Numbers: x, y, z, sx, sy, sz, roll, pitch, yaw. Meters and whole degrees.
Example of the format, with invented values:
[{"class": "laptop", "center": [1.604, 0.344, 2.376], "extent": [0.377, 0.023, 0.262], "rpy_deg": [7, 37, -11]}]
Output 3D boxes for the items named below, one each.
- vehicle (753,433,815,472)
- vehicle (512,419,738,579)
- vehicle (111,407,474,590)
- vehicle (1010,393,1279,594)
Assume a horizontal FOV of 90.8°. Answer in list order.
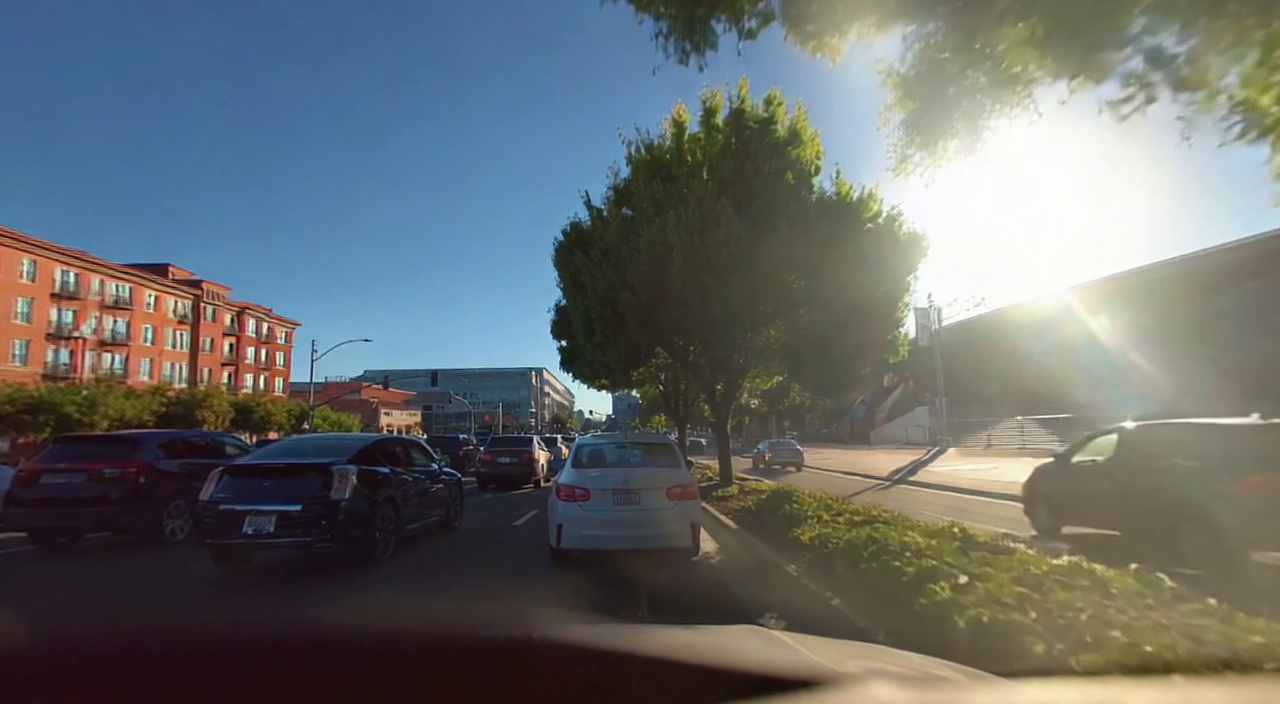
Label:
[{"class": "vehicle", "center": [6.699, 4.717, 29.836], "extent": [1.889, 1.681, 4.120], "rpy_deg": [0, -9, -1]}, {"class": "vehicle", "center": [-0.182, 1.732, 8.236], "extent": [2.161, 1.501, 4.184], "rpy_deg": [0, -9, -1]}, {"class": "vehicle", "center": [-3.708, 1.646, 7.918], "extent": [2.009, 1.619, 4.376], "rpy_deg": [0, -9, 1]}, {"class": "vehicle", "center": [6.207, 1.408, 6.847], "extent": [1.895, 1.633, 4.030], "rpy_deg": [0, -9, 0]}]
